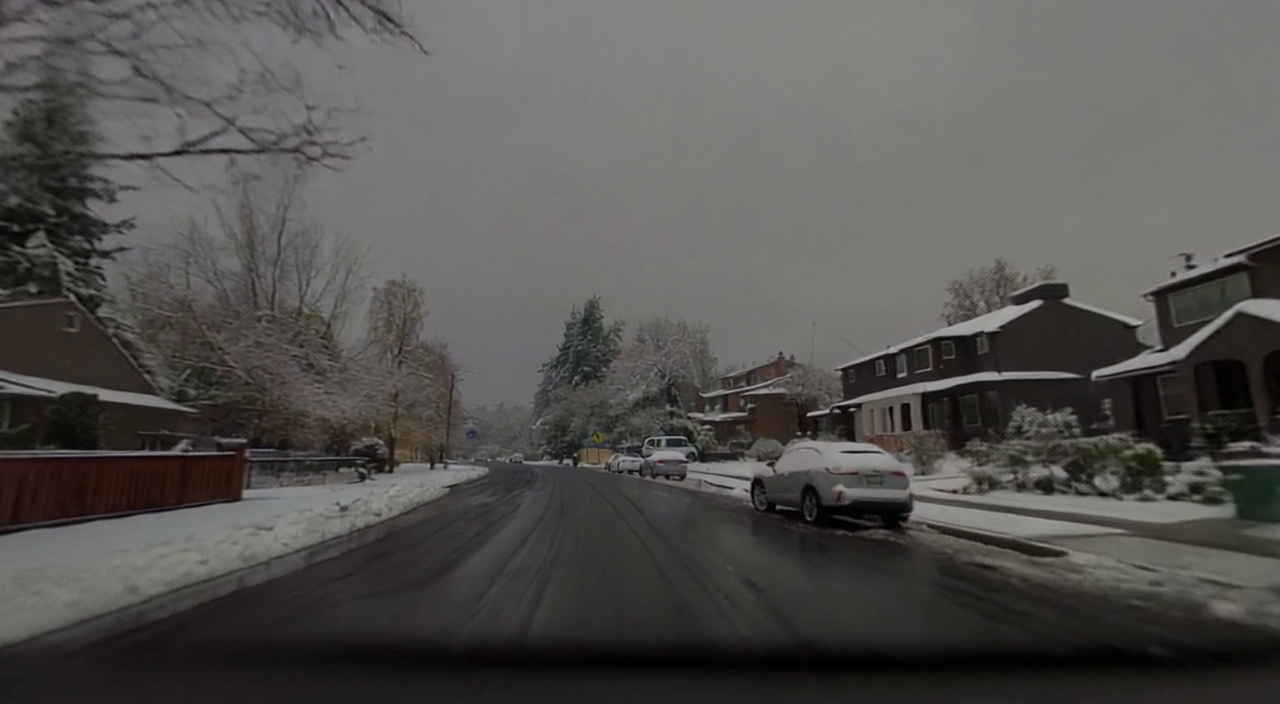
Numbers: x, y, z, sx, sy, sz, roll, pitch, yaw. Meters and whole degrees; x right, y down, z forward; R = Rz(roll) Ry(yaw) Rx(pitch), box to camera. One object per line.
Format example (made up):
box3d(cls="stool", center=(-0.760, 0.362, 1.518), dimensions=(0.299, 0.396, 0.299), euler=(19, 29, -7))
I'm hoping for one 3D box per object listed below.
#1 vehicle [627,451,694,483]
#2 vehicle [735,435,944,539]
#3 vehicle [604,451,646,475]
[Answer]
box3d(cls="vehicle", center=(0.964, 5.942, 33.064), dimensions=(2.193, 1.504, 4.576), euler=(2, -9, -15))
box3d(cls="vehicle", center=(3.902, 2.714, 13.562), dimensions=(2.111, 1.771, 4.942), euler=(1, -9, -11))
box3d(cls="vehicle", center=(-1.092, 7.475, 42.697), dimensions=(1.915, 1.480, 4.591), euler=(2, -9, -13))
